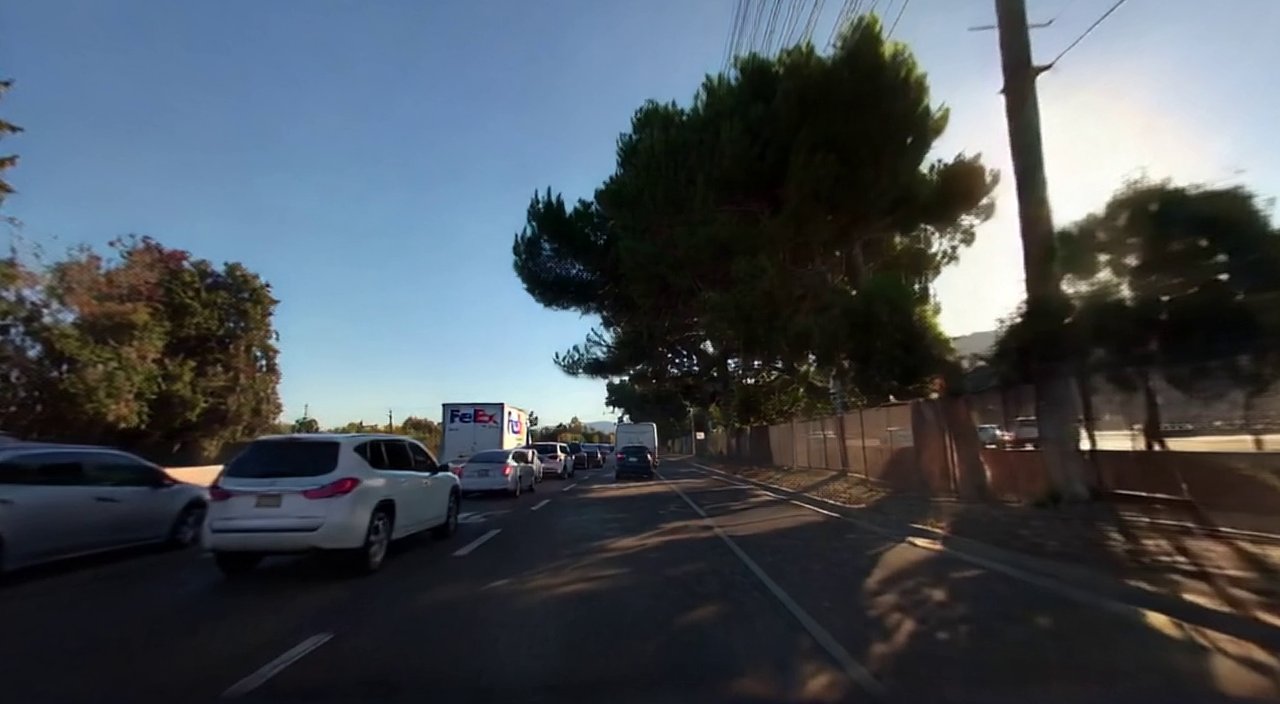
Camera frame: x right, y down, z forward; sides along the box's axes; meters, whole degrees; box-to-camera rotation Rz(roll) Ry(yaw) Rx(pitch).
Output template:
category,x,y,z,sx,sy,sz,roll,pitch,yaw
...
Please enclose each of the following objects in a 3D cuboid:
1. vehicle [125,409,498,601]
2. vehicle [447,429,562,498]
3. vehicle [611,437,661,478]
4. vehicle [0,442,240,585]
category,x,y,z,sx,sy,sz,roll,pitch,yaw
vehicle,-3.453,1.707,8.067,2.057,1.673,4.934,0,-8,1
vehicle,-3.896,3.317,19.141,2.263,1.803,4.868,0,-8,2
vehicle,-0.207,4.706,28.275,2.055,1.671,4.147,0,-8,-1
vehicle,-7.676,1.894,7.964,1.909,1.473,5.050,0,-8,0
